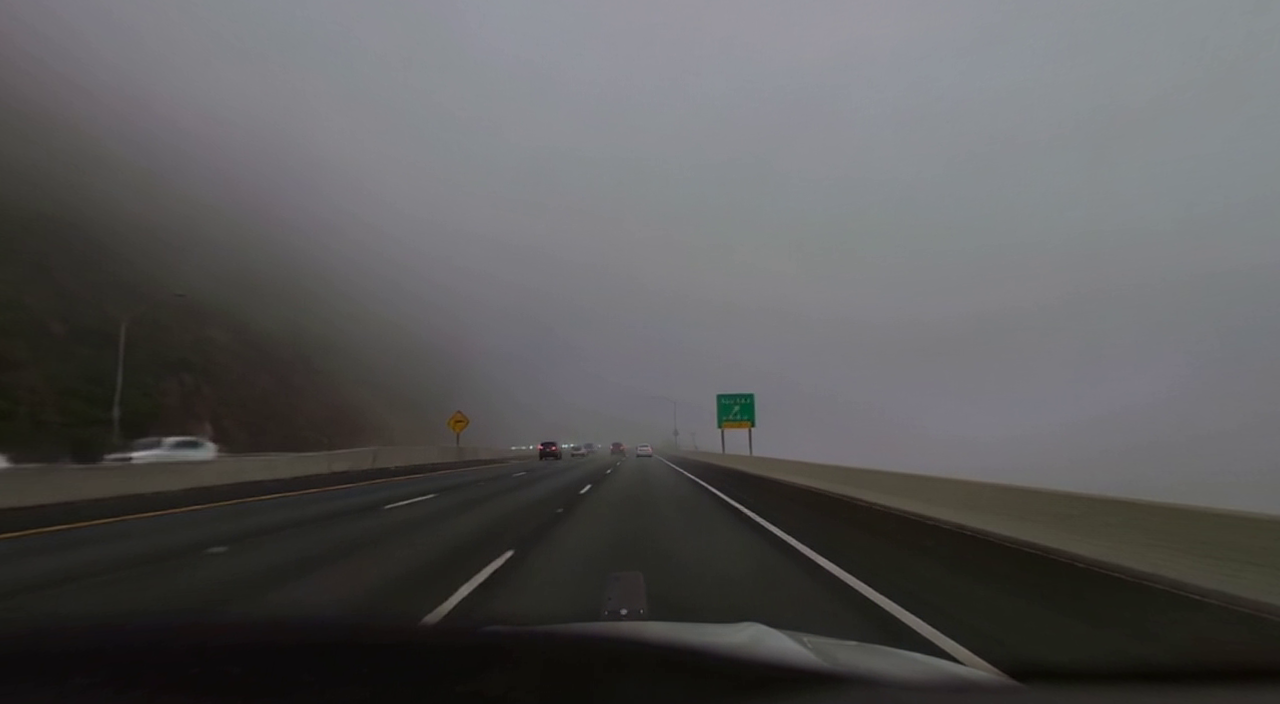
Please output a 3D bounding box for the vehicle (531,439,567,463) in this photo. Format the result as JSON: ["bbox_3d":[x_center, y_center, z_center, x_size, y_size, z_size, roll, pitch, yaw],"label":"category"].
[{"bbox_3d":[-6.766,7.376,46.860,1.972,1.660,4.254,0,-8,1],"label":"vehicle"}]

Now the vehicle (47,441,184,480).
[{"bbox_3d":[-21.873,4.512,26.468,1.827,1.504,4.494,0,-8,1],"label":"vehicle"}]
